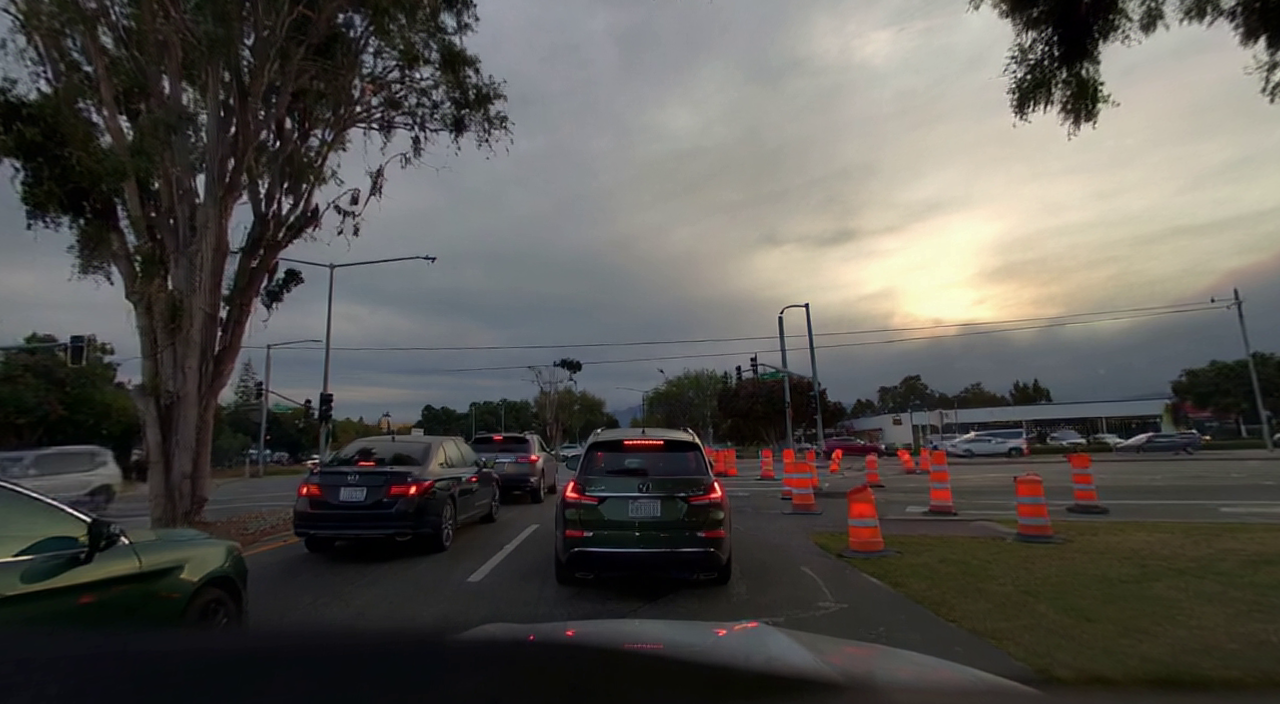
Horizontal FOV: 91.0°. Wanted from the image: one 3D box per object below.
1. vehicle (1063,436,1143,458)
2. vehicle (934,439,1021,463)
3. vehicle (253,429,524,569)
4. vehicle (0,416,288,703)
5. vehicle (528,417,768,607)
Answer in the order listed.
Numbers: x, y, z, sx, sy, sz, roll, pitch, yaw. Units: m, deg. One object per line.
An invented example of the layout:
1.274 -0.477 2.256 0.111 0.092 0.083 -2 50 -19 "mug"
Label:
36.676 7.551 49.983 4.791 1.635 1.857 0 -9 1 "vehicle"
21.890 6.437 40.944 4.579 1.480 1.819 0 -9 3 "vehicle"
-3.272 2.004 9.447 1.989 1.541 4.626 0 -9 2 "vehicle"
-3.593 0.946 2.144 1.964 1.497 4.722 0 -9 1 "vehicle"
0.115 1.627 7.216 2.021 1.560 3.676 0 -9 1 "vehicle"
